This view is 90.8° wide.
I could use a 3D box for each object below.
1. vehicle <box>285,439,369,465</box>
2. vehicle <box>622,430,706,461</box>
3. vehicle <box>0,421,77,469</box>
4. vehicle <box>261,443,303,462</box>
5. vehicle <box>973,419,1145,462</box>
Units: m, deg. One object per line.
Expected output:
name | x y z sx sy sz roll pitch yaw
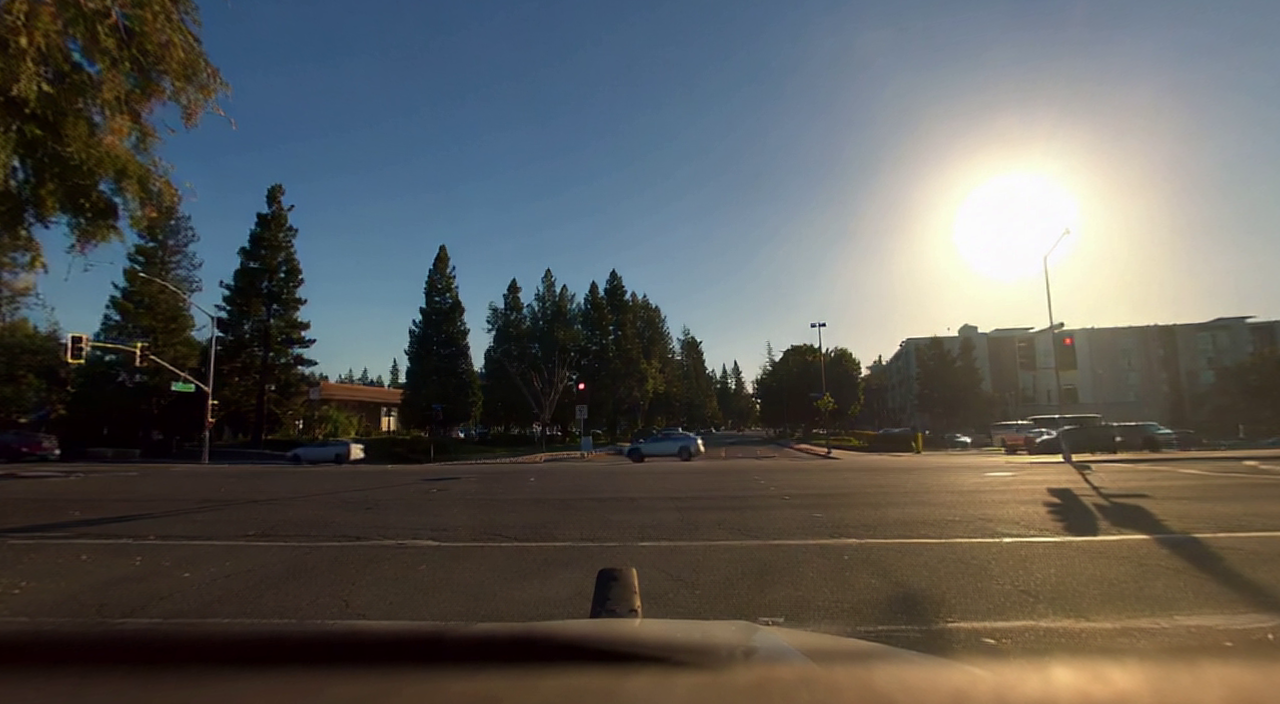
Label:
vehicle | -19.642 6.276 39.728 4.370 1.592 1.886 -2 -9 10
vehicle | 1.404 5.374 36.164 4.590 1.701 1.881 -2 -9 11
vehicle | -44.488 6.563 44.499 7.790 3.197 2.653 -2 -9 10
vehicle | -28.040 7.866 49.634 2.235 1.417 4.272 3 -9 -22
vehicle | 15.044 3.212 22.937 4.749 1.461 1.892 -1 -9 9
